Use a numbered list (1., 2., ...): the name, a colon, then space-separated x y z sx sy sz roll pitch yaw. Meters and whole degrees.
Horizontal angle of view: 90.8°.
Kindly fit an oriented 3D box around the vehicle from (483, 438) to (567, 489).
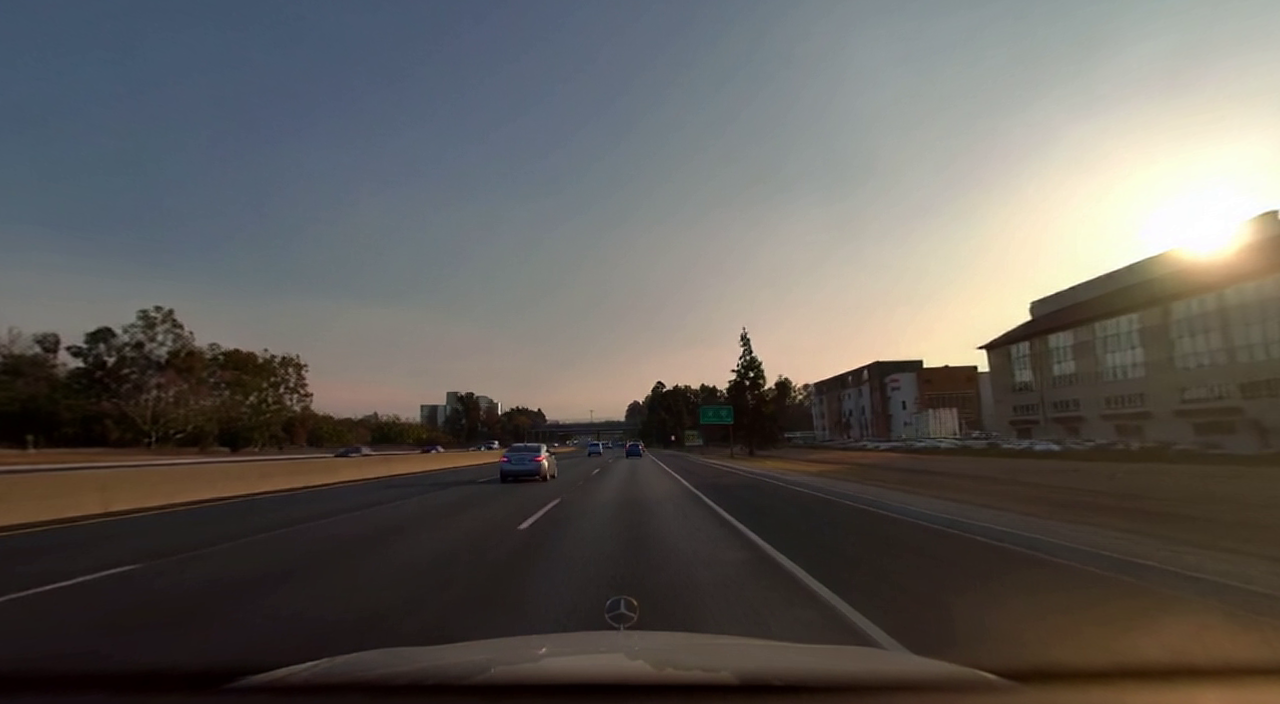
1. vehicle: -3.546 3.522 20.275 1.920 1.463 4.134 0 -9 0
